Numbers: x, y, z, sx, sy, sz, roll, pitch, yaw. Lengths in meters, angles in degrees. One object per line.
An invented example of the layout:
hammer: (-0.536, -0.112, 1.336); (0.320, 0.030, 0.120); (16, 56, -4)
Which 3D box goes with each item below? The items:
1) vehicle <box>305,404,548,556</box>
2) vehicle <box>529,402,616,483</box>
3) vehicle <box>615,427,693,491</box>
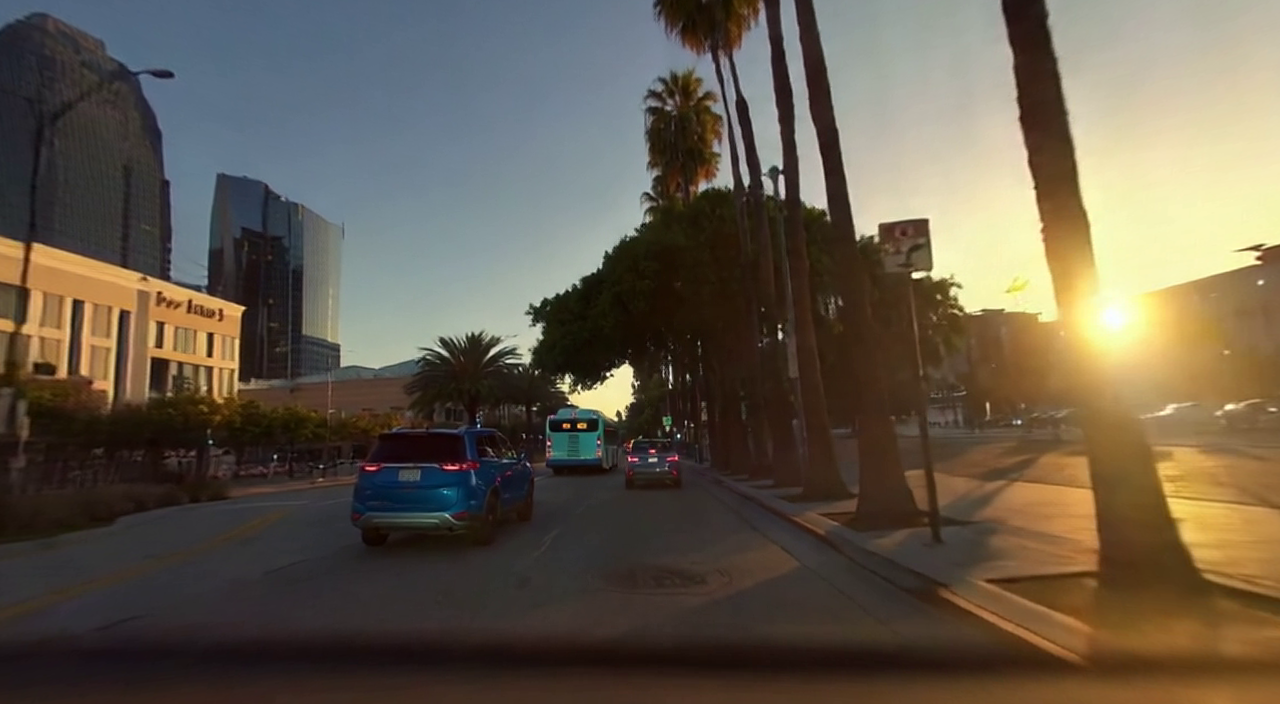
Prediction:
vehicle: (-2.894, 1.868, 9.906); (2.124, 1.799, 4.587); (0, -8, 1)
vehicle: (-2.714, 4.049, 28.200); (2.775, 3.064, 8.297); (-1, -8, 2)
vehicle: (0.385, 3.229, 19.271); (2.120, 1.727, 3.917); (0, -8, 0)
